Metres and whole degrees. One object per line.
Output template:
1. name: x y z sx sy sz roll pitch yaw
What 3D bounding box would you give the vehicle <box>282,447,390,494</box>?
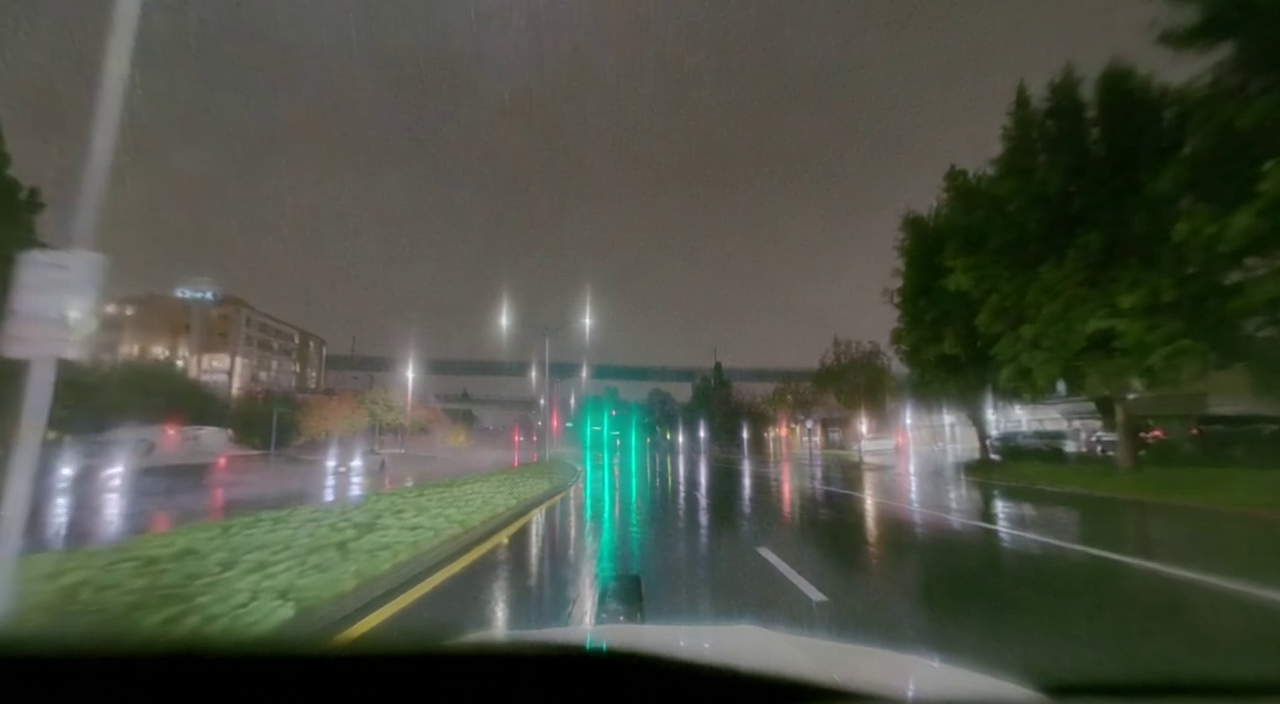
1. vehicle: -11.271 4.396 23.863 2.032 1.480 4.591 -1 -8 -3

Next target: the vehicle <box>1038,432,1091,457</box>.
1. vehicle: 26.511 5.749 39.405 1.928 1.437 3.935 -8 -11 44

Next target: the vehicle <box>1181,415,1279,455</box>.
1. vehicle: 30.759 4.297 32.498 4.334 1.942 2.322 3 -9 -18

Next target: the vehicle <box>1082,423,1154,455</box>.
1. vehicle: 28.379 5.158 37.436 4.634 1.789 2.149 6 -10 -38

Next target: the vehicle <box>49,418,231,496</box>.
1. vehicle: -20.382 4.308 26.367 2.340 2.821 6.537 0 -8 -2

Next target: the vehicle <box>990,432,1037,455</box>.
1. vehicle: 24.293 5.943 41.007 1.910 1.415 4.383 -7 -10 39
